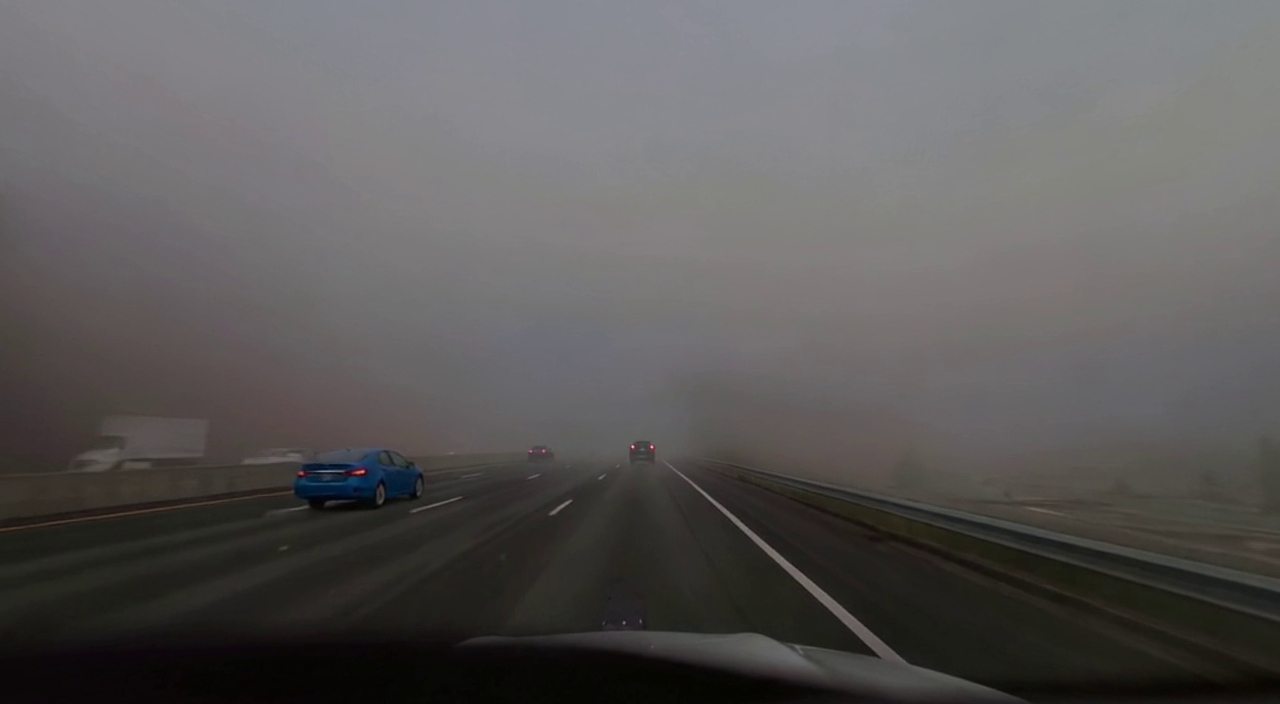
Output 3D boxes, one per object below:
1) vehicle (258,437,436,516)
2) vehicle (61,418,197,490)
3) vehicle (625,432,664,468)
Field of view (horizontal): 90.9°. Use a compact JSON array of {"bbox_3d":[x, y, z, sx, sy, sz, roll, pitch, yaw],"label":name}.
[{"bbox_3d":[-6.641,2.845,14.983,2.116,1.570,4.377,0,-8,0],"label":"vehicle"},{"bbox_3d":[-16.904,3.387,21.074,1.677,2.162,3.235,-2,-9,2],"label":"vehicle"},{"bbox_3d":[0.243,6.190,40.073,2.318,2.145,4.561,0,-8,0],"label":"vehicle"}]
